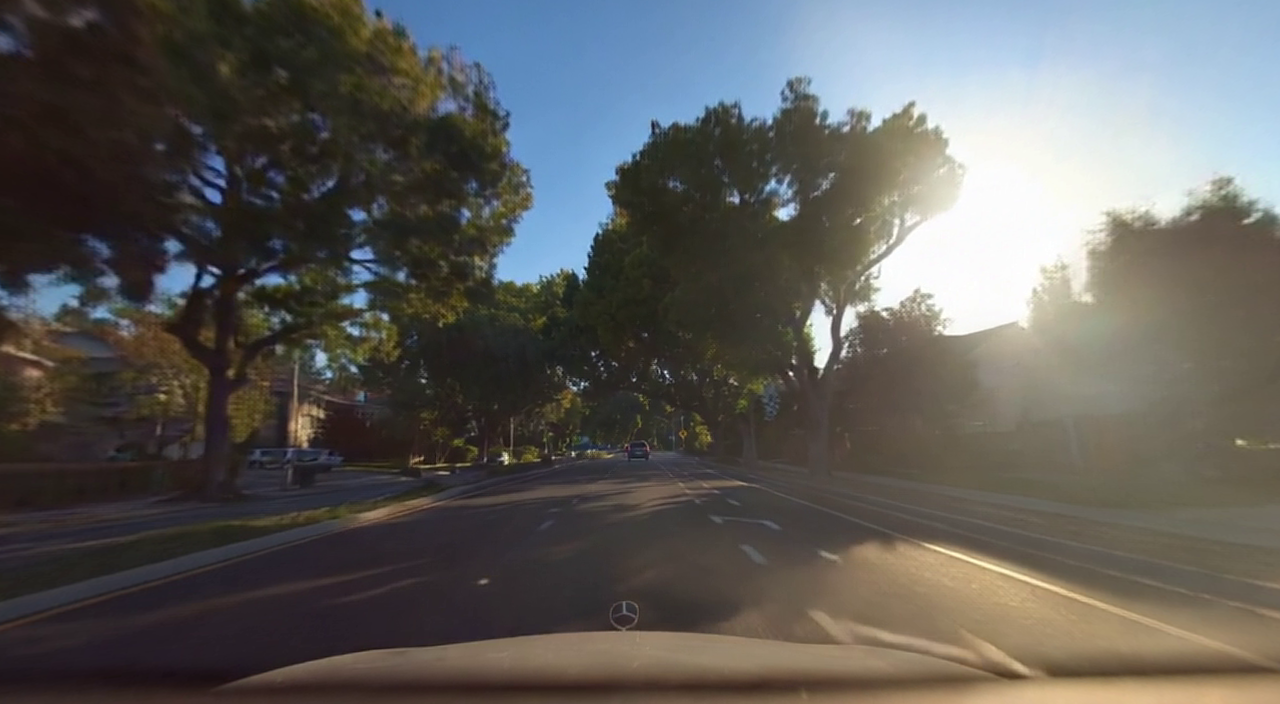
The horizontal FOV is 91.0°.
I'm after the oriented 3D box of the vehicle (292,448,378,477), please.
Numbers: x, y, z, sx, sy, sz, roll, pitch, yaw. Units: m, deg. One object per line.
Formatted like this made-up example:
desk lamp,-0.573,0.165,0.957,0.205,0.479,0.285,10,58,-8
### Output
vehicle,-18.899,6.851,39.122,4.170,1.704,2.174,0,-9,3
